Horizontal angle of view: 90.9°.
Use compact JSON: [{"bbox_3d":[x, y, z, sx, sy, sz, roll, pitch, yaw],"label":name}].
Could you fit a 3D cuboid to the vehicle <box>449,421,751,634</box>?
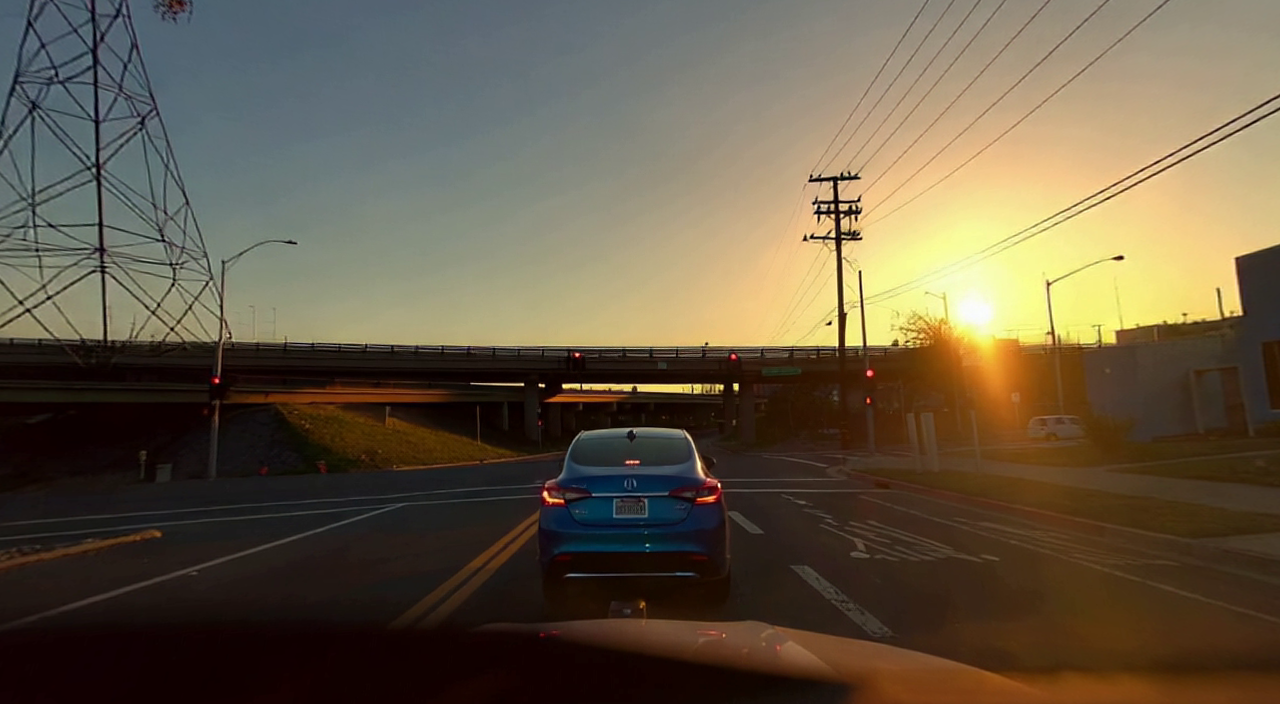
[{"bbox_3d":[-0.242,1.527,6.463,2.090,1.458,4.033,-1,-9,1],"label":"vehicle"}]
